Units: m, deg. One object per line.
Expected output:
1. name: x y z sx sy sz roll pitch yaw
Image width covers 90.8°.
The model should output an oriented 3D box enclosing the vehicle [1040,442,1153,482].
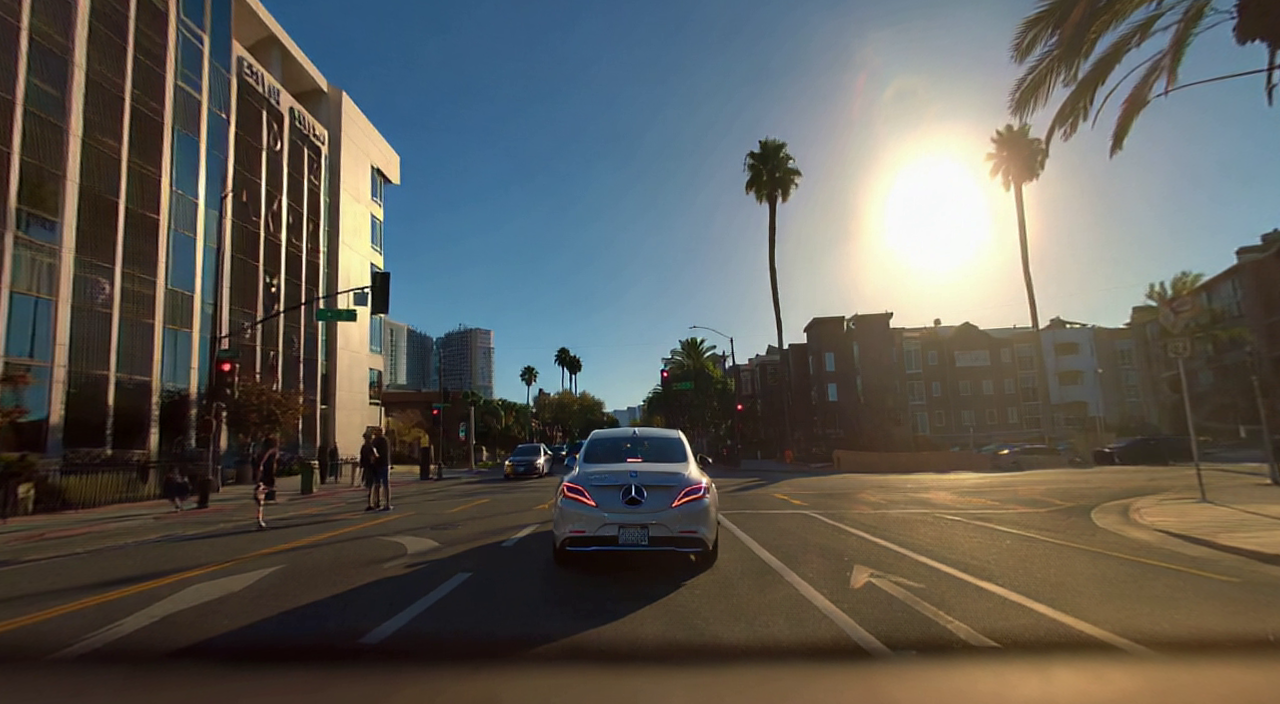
1. vehicle: 20.065 4.798 27.797 4.118 1.593 2.004 3 -9 -21

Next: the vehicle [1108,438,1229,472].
1. vehicle: 28.526 5.563 34.222 4.649 1.760 2.029 -1 -8 2

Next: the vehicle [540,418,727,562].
1. vehicle: -0.081 1.874 9.236 2.144 1.643 3.770 0 -8 0

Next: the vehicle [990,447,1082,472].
1. vehicle: 24.207 6.587 38.702 4.417 1.462 1.761 0 -8 -1
